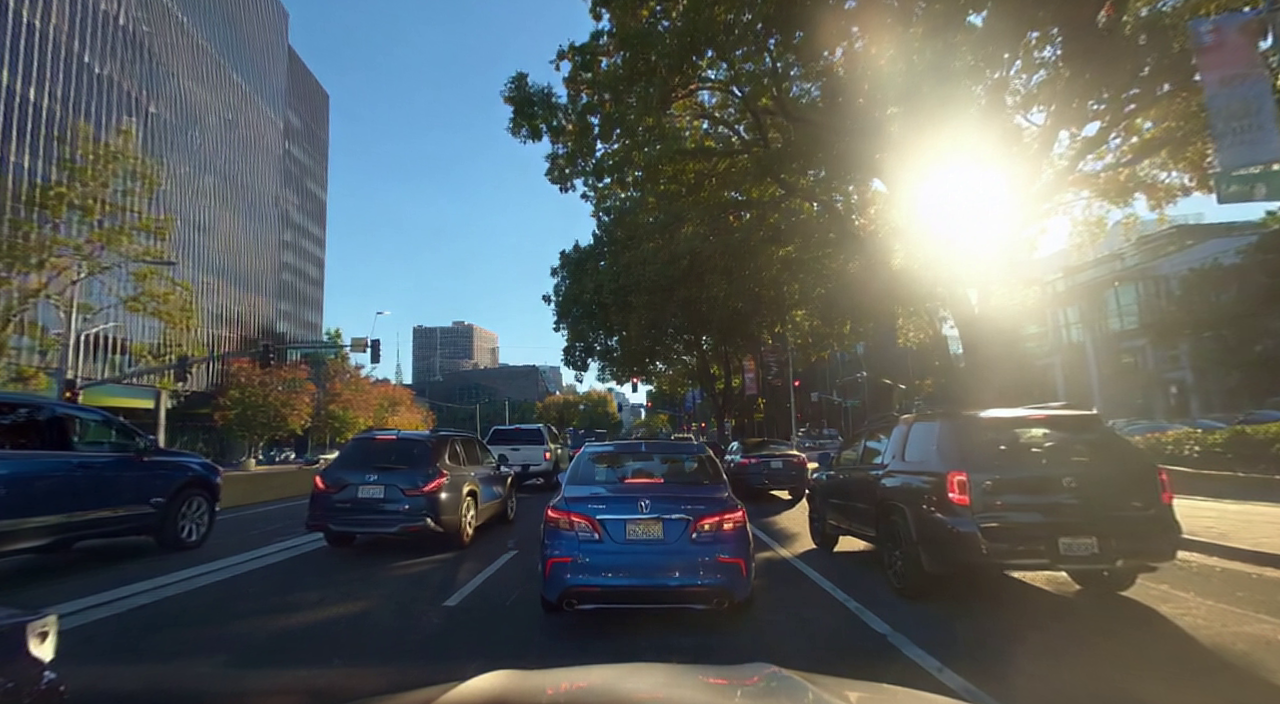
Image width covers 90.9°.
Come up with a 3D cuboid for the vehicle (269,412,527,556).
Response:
[{"bbox_3d":[-3.353,1.946,9.992,2.168,1.719,4.561,-1,-9,1],"label":"vehicle"}]

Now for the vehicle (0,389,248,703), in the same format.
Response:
[{"bbox_3d":[-3.386,0.750,1.258,2.144,1.505,4.635,-1,-9,1],"label":"vehicle"}]

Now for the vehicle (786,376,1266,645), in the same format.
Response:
[{"bbox_3d":[3.108,1.382,6.479,2.108,1.785,4.334,0,-8,-1],"label":"vehicle"}]

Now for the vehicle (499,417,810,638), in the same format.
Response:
[{"bbox_3d":[0.094,1.513,6.415,2.147,1.507,3.953,0,-8,0],"label":"vehicle"}]
